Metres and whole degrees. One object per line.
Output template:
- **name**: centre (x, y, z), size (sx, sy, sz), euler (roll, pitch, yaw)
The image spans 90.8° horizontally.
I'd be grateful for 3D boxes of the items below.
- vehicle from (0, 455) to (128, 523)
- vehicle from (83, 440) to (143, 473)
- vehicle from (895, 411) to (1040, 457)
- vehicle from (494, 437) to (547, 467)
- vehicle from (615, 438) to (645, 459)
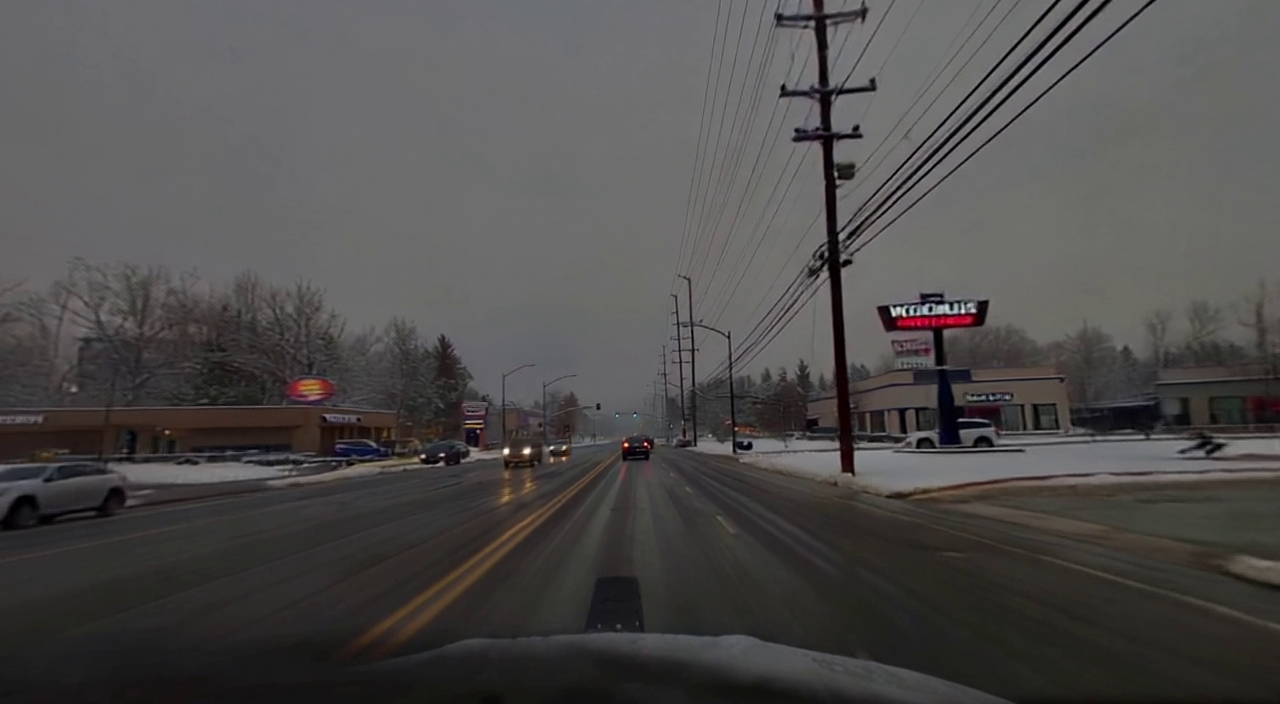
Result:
- **vehicle**: centre (-14.825, 3.216, 15.060), size (1.753, 1.401, 4.223), euler (0, -8, -1)
- **vehicle**: centre (-27.791, 5.467, 33.424), size (2.002, 1.592, 4.739), euler (7, -10, -36)
- **vehicle**: centre (13.527, 3.421, 26.301), size (4.836, 1.750, 2.079), euler (0, -8, -1)
- **vehicle**: centre (-6.490, 5.485, 34.794), size (1.987, 1.515, 4.789), euler (0, -8, 0)
- **vehicle**: centre (-0.703, 7.130, 46.878), size (2.097, 1.472, 4.544), euler (0, -8, 0)
